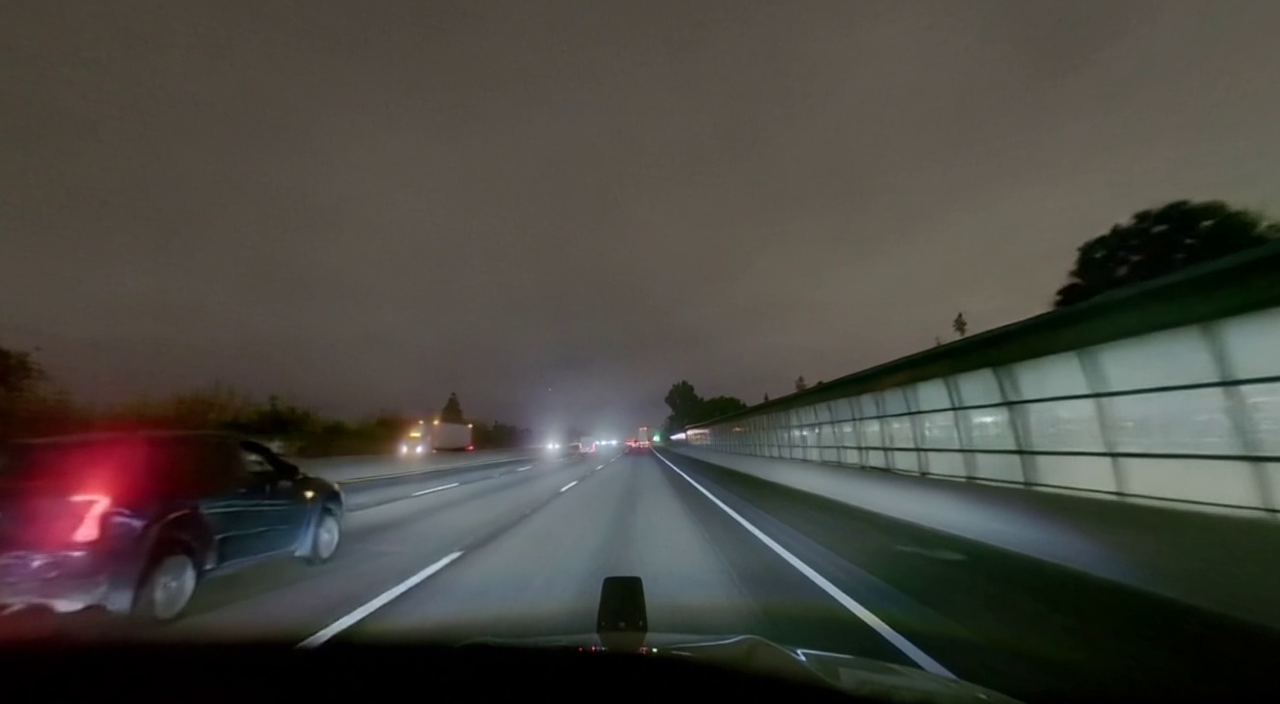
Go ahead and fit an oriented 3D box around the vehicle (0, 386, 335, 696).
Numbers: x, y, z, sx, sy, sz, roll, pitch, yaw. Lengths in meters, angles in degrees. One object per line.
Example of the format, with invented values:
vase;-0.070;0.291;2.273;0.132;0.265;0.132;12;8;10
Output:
vehicle;-4.234;1.120;4.311;2.059;1.541;4.296;0;-9;1

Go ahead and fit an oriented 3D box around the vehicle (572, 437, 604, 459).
vehicle;-3.969;7.446;48.702;2.063;1.598;4.189;0;-9;1
